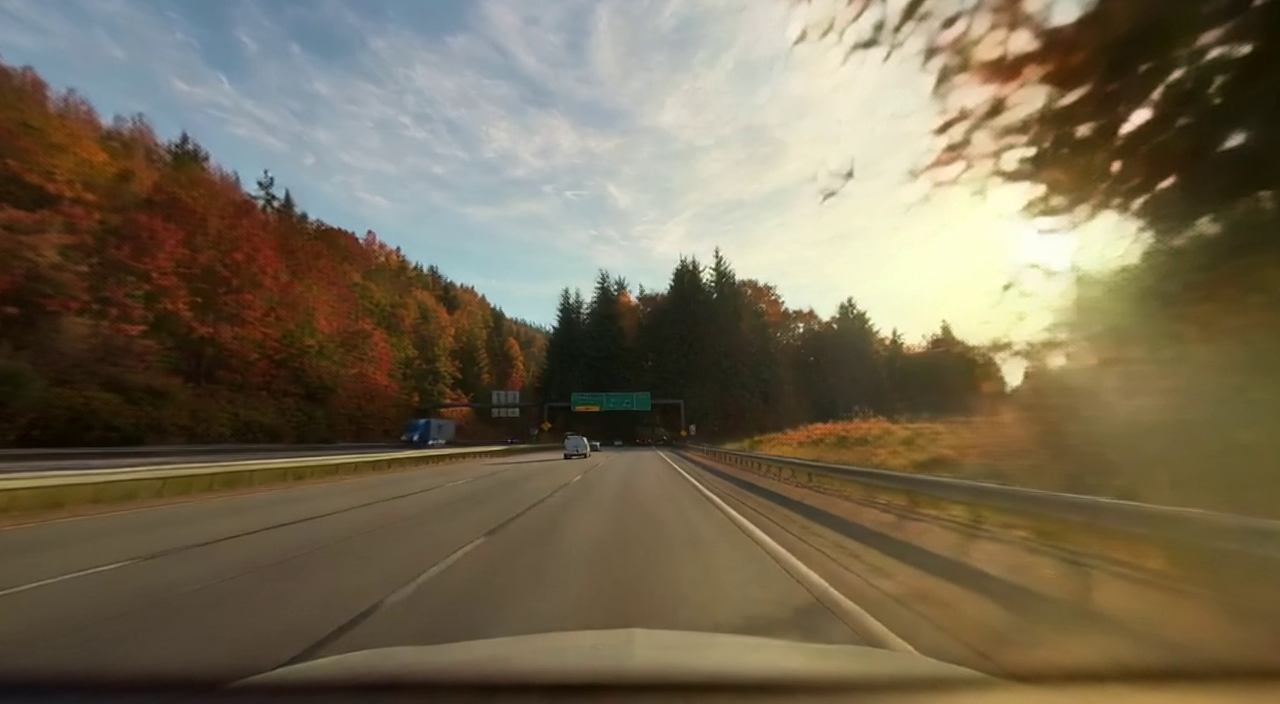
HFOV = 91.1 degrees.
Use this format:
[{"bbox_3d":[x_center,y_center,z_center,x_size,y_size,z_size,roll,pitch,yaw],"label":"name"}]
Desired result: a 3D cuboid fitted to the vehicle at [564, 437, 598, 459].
[{"bbox_3d":[-4.258,6.974,45.985,2.004,1.497,4.260,0,-8,1],"label":"vehicle"}]
